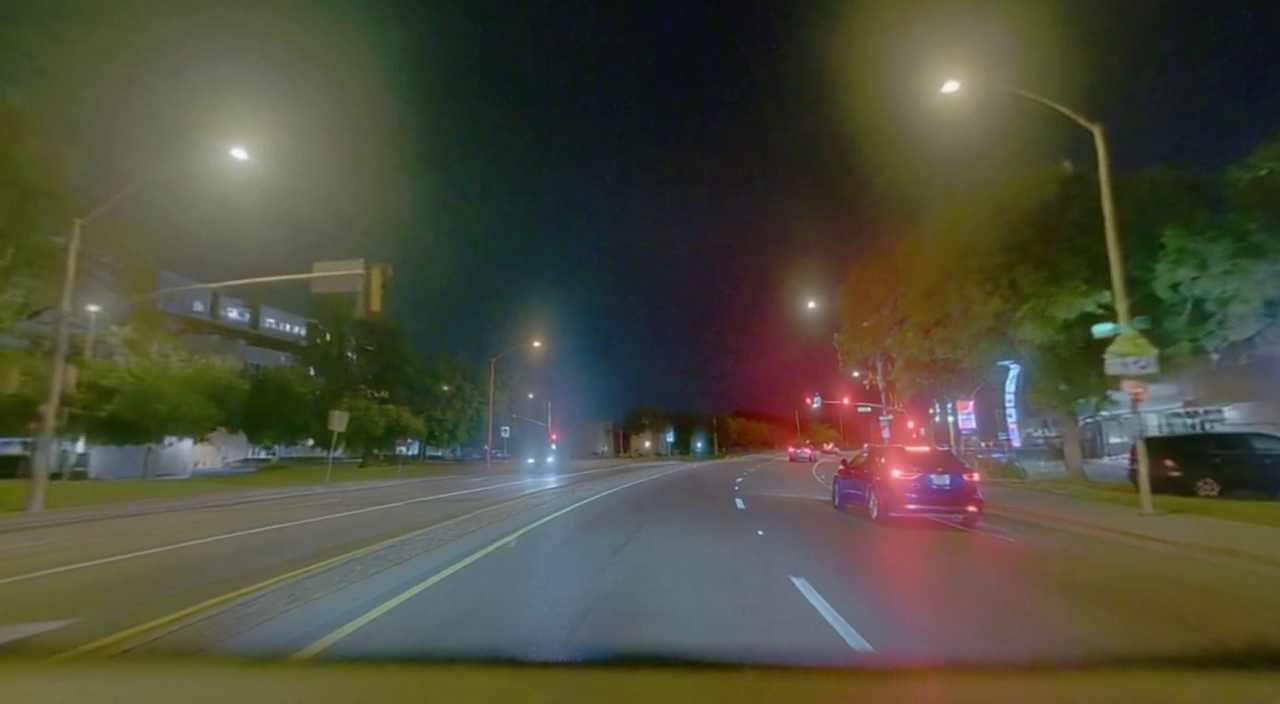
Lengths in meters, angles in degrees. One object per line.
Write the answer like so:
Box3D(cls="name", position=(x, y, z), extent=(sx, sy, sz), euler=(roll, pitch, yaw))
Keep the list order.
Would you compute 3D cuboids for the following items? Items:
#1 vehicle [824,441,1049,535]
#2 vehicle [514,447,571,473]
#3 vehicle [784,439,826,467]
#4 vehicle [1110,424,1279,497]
Box3D(cls="vehicle", position=(5.401, 2.492, 12.310), extent=(1.938, 1.466, 4.434), euler=(1, -8, -5))
Box3D(cls="vehicle", position=(-6.164, 6.885, 40.440), extent=(2.022, 1.498, 4.400), euler=(-2, -9, 15))
Box3D(cls="vehicle", position=(10.857, 6.596, 41.336), extent=(2.311, 1.715, 4.287), euler=(-3, -9, 18))
Box3D(cls="vehicle", position=(16.047, 2.919, 17.126), extent=(4.557, 1.825, 2.350), euler=(-2, -9, 12))
